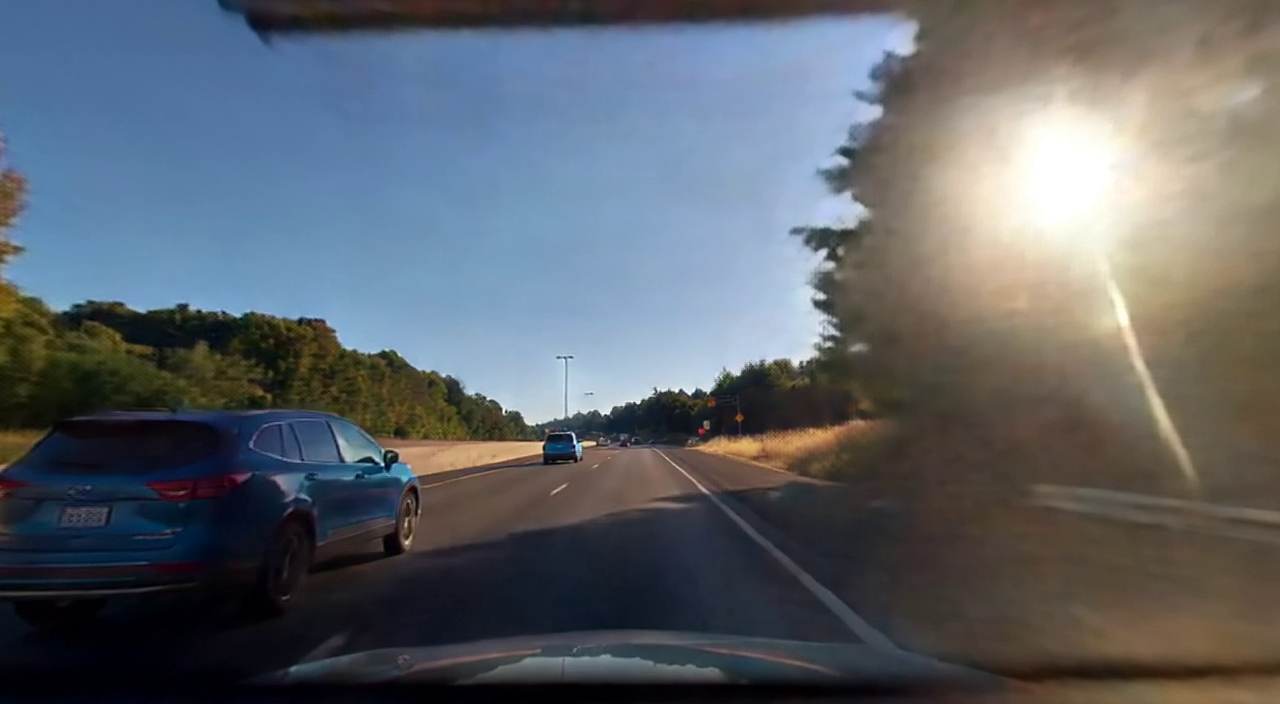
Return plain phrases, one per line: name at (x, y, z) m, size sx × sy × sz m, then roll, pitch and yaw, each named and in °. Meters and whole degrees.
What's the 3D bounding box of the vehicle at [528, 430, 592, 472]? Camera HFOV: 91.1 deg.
vehicle at (-3.379, 4.291, 27.347) m, size 2.125 × 1.662 × 4.336 m, roll 0°, pitch -8°, yaw 1°
